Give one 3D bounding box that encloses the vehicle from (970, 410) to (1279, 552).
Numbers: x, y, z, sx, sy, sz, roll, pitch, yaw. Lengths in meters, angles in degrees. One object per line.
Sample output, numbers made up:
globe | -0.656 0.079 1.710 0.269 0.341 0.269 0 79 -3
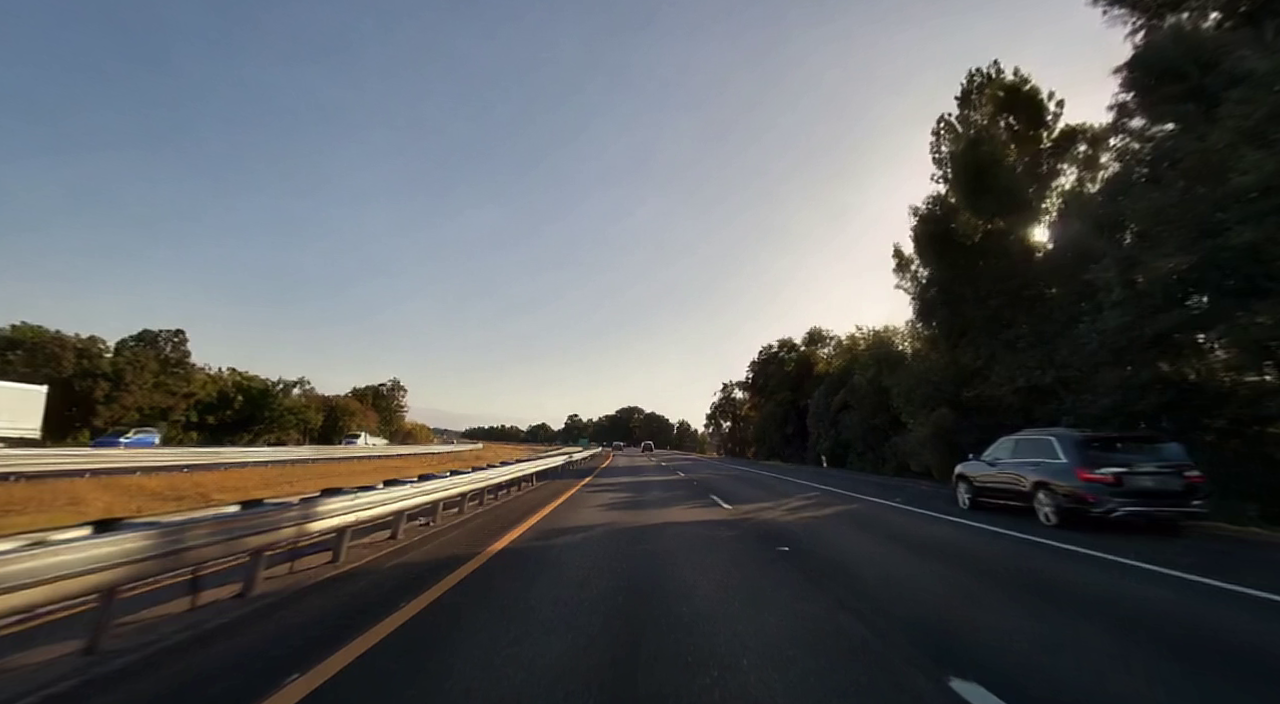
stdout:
vehicle | 7.700 1.880 9.927 2.025 1.649 5.075 0 -8 -2
